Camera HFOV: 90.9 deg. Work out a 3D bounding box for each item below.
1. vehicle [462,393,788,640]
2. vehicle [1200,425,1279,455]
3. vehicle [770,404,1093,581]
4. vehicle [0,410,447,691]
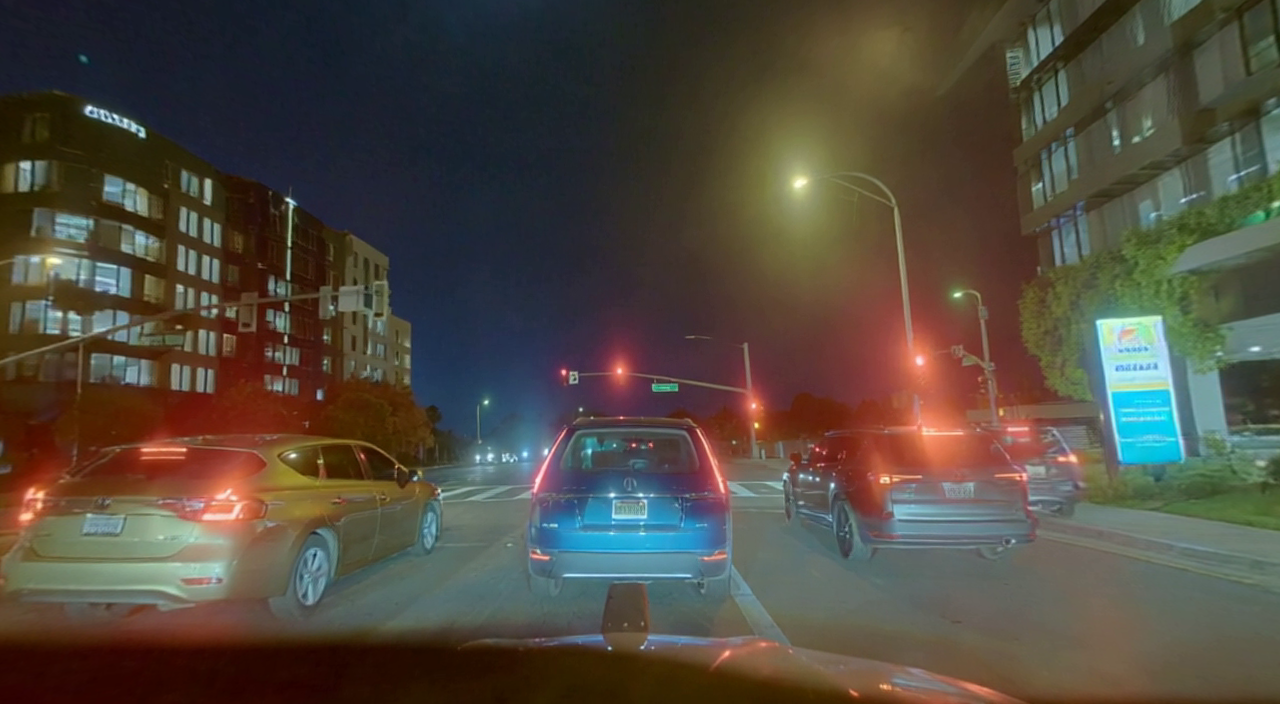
[{"bbox_3d":[-0.122,1.425,6.474,2.195,1.662,4.262,0,-8,-1],"label":"vehicle"},{"bbox_3d":[31.784,4.531,32.332,4.585,1.446,1.976,1,-9,-9],"label":"vehicle"},{"bbox_3d":[3.215,1.658,8.251,2.004,1.646,4.554,0,-8,0],"label":"vehicle"},{"bbox_3d":[-3.543,1.426,5.821,1.906,1.524,4.547,0,-8,2],"label":"vehicle"}]
